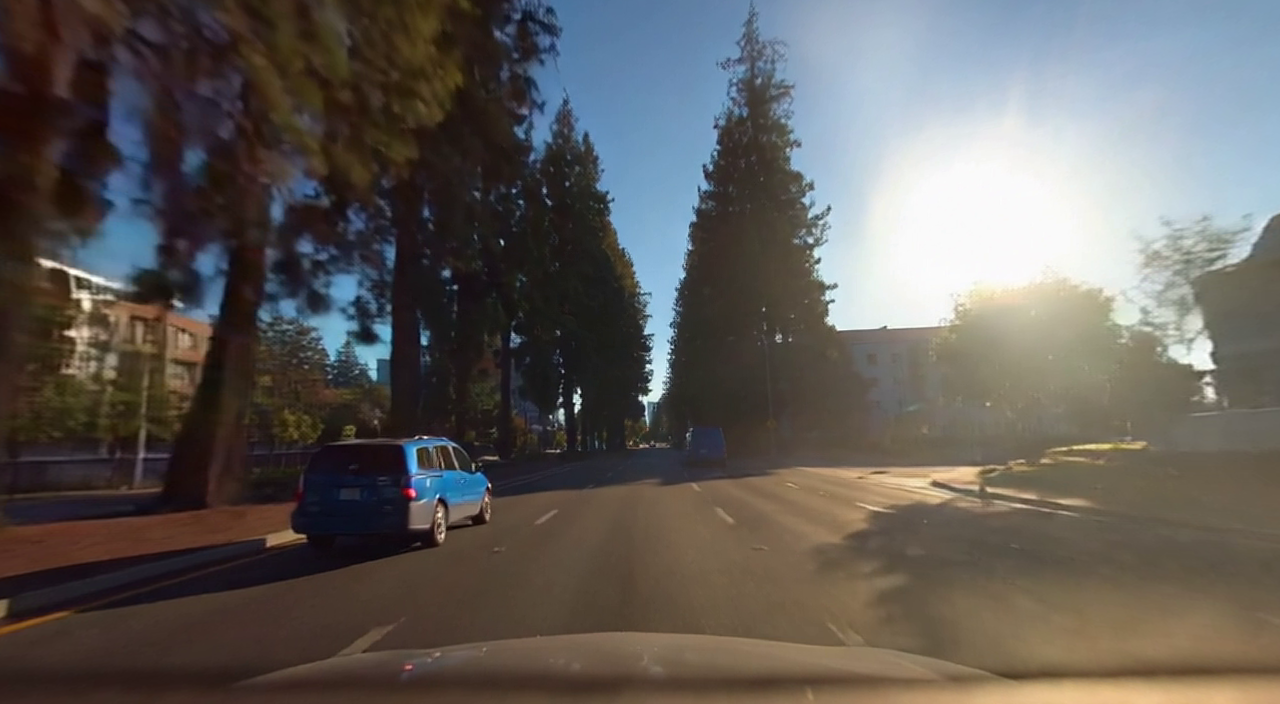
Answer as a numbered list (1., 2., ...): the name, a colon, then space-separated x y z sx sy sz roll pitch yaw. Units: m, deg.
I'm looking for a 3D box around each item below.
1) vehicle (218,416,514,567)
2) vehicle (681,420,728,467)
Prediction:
1. vehicle: -3.411 1.842 9.103 2.129 1.602 4.532 0 -9 1
2. vehicle: 3.896 5.723 39.364 2.349 2.671 5.744 0 -9 0
